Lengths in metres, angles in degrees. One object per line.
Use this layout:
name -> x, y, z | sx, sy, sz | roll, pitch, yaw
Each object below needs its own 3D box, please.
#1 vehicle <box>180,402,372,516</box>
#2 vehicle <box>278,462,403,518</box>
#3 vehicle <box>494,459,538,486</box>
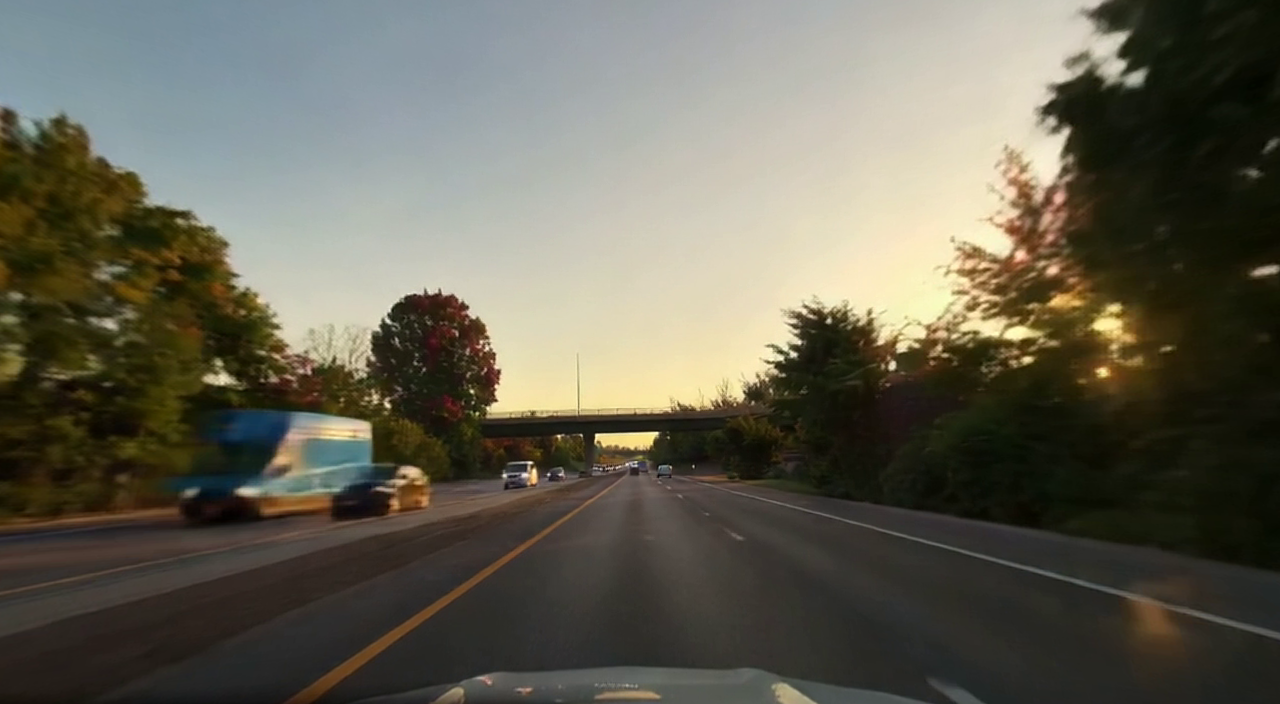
vehicle -> -13.516, 4.167, 24.335 | 2.994, 3.686, 7.146 | 1, -10, 0
vehicle -> -9.075, 4.209, 19.444 | 1.919, 1.507, 3.887 | 1, -10, 0
vehicle -> -9.181, 8.988, 46.809 | 2.250, 1.825, 4.768 | 1, -10, 1
